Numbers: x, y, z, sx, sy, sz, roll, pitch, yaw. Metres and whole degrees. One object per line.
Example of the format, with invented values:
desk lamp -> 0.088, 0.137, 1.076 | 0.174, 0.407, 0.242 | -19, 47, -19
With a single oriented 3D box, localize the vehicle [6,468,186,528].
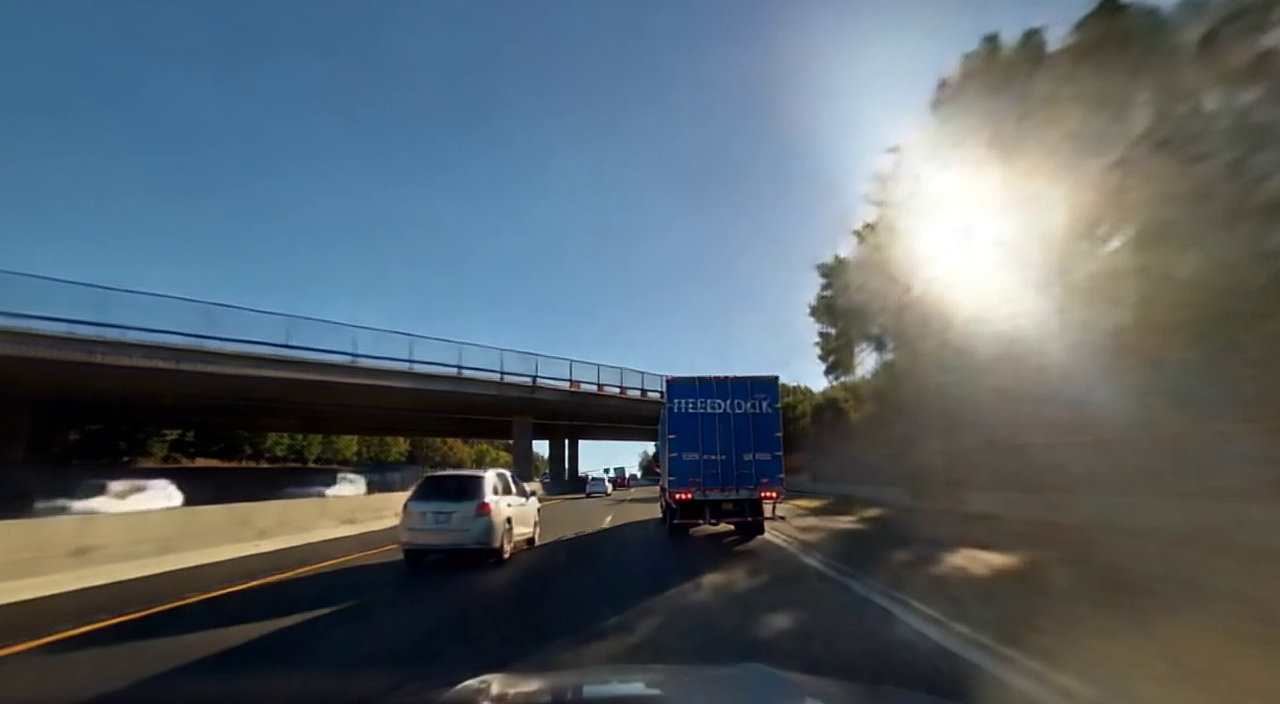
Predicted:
vehicle -> -19.923, 5.319, 23.489 | 2.137, 1.935, 4.886 | 0, -10, 2

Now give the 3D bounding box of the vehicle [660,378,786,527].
vehicle -> 2.298, 3.453, 21.149 | 2.980, 3.834, 9.423 | 1, -10, 0

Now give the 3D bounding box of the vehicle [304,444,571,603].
vehicle -> -2.461, 2.298, 9.284 | 2.124, 1.653, 4.857 | 0, -10, 2

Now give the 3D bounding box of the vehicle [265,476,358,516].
vehicle -> -14.986, 6.566, 29.058 | 1.905, 1.629, 4.146 | 0, -10, 1
